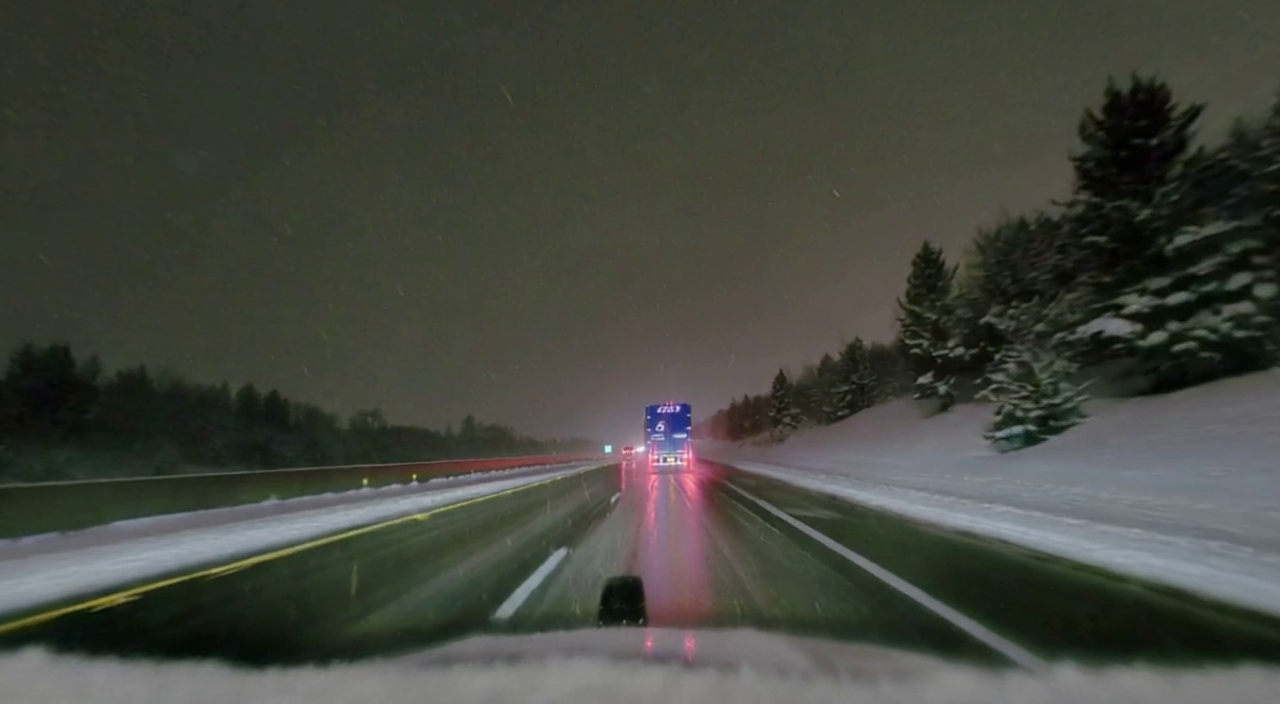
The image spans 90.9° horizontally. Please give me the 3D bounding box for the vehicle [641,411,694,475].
[{"bbox_3d":[1.713,6.221,42.577,3.107,3.718,10.231,0,-9,1],"label":"vehicle"}]
